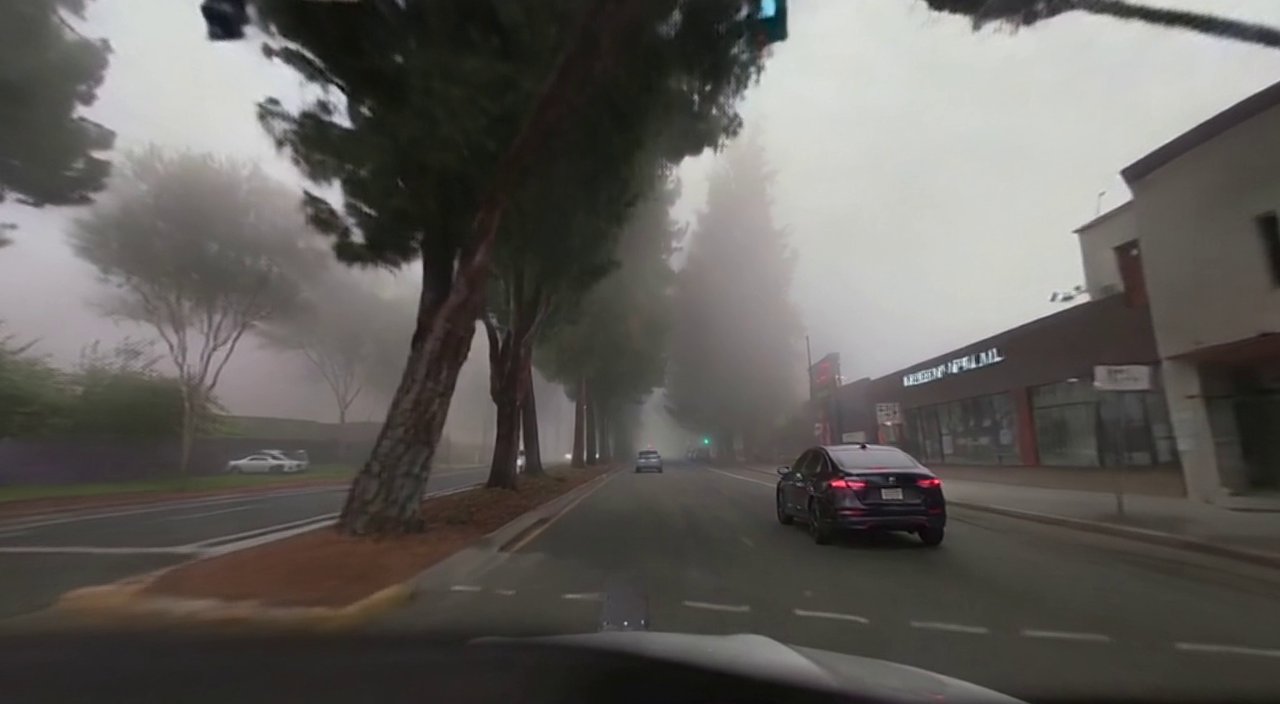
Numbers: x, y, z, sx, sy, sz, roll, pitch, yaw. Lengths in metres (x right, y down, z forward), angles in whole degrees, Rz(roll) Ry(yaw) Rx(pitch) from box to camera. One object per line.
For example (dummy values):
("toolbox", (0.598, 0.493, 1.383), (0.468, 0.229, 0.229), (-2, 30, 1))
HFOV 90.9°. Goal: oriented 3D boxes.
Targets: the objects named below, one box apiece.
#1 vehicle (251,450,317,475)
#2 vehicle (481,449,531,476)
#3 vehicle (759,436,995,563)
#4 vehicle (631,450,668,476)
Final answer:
("vehicle", (-26.447, 8.209, 47.014), (1.913, 1.678, 5.017), (0, -8, 1))
("vehicle", (-7.963, 6.592, 37.932), (1.958, 1.487, 4.451), (0, -9, 1))
("vehicle", (3.238, 2.082, 9.653), (1.989, 1.498, 4.050), (0, -9, -1))
("vehicle", (0.532, 6.135, 35.026), (1.945, 1.343, 3.827), (0, -9, 0))
